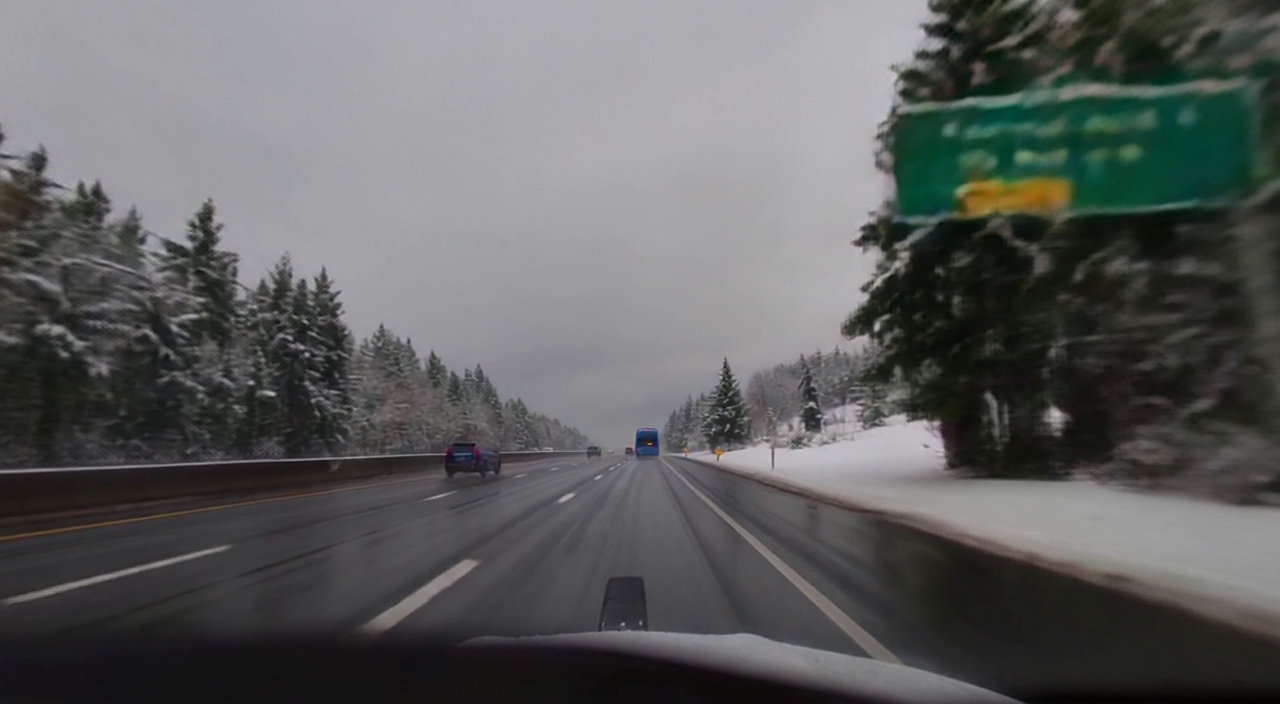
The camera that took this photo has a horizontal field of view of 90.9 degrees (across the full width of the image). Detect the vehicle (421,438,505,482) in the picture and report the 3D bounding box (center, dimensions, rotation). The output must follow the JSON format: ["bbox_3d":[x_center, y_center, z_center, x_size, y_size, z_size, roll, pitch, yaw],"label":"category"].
[{"bbox_3d":[-7.289,4.483,26.506,2.080,1.674,4.660,0,-8,1],"label":"vehicle"}]
